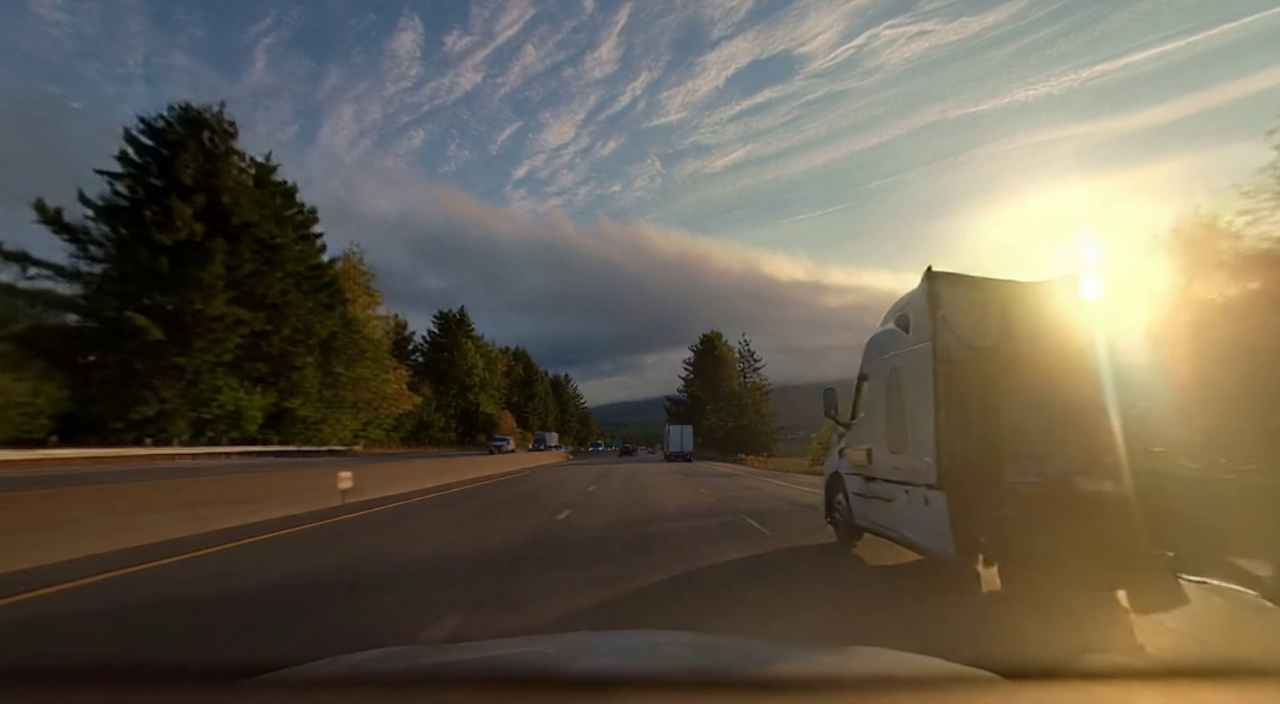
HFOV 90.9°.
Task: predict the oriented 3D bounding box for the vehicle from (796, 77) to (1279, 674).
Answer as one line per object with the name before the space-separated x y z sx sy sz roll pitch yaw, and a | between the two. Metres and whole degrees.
vehicle | 4.066 0.468 7.020 3.034 3.898 5.902 0 -9 0
